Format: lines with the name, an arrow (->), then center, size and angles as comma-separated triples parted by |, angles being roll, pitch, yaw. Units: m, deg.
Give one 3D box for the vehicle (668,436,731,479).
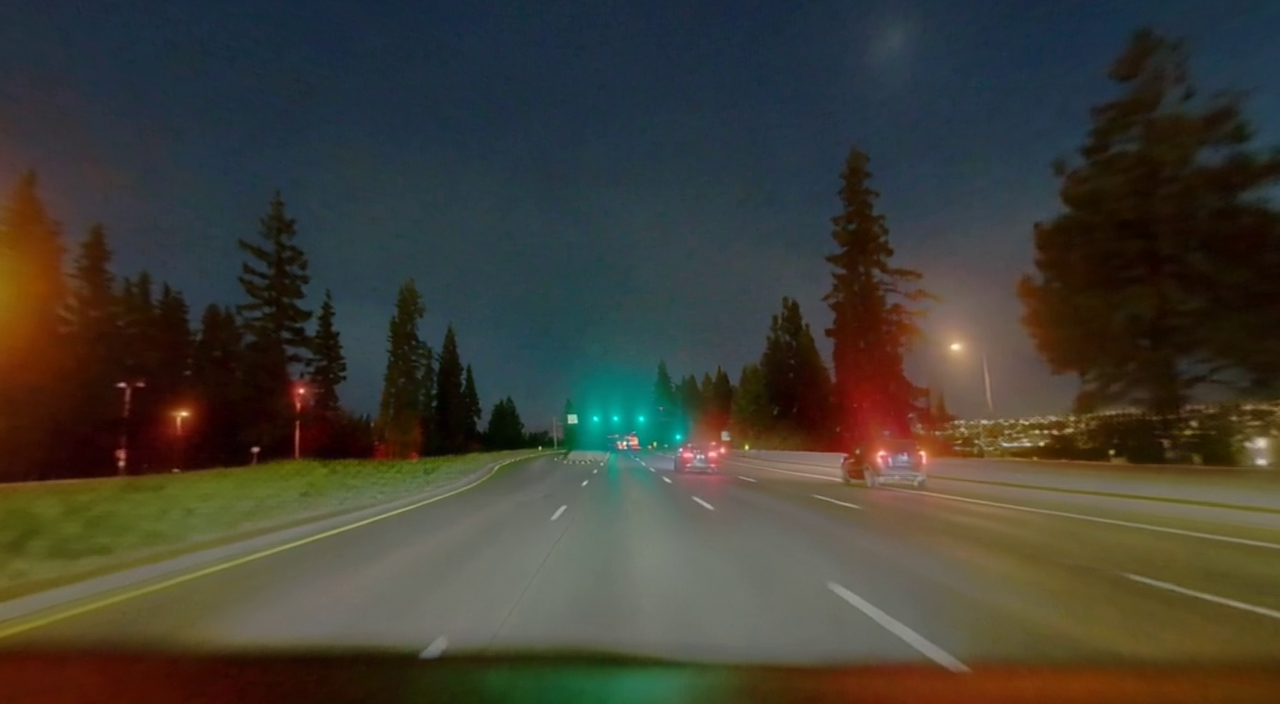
vehicle -> 2.468, 4.545, 27.303 | 2.066, 1.683, 4.675 | 0, -9, -3
